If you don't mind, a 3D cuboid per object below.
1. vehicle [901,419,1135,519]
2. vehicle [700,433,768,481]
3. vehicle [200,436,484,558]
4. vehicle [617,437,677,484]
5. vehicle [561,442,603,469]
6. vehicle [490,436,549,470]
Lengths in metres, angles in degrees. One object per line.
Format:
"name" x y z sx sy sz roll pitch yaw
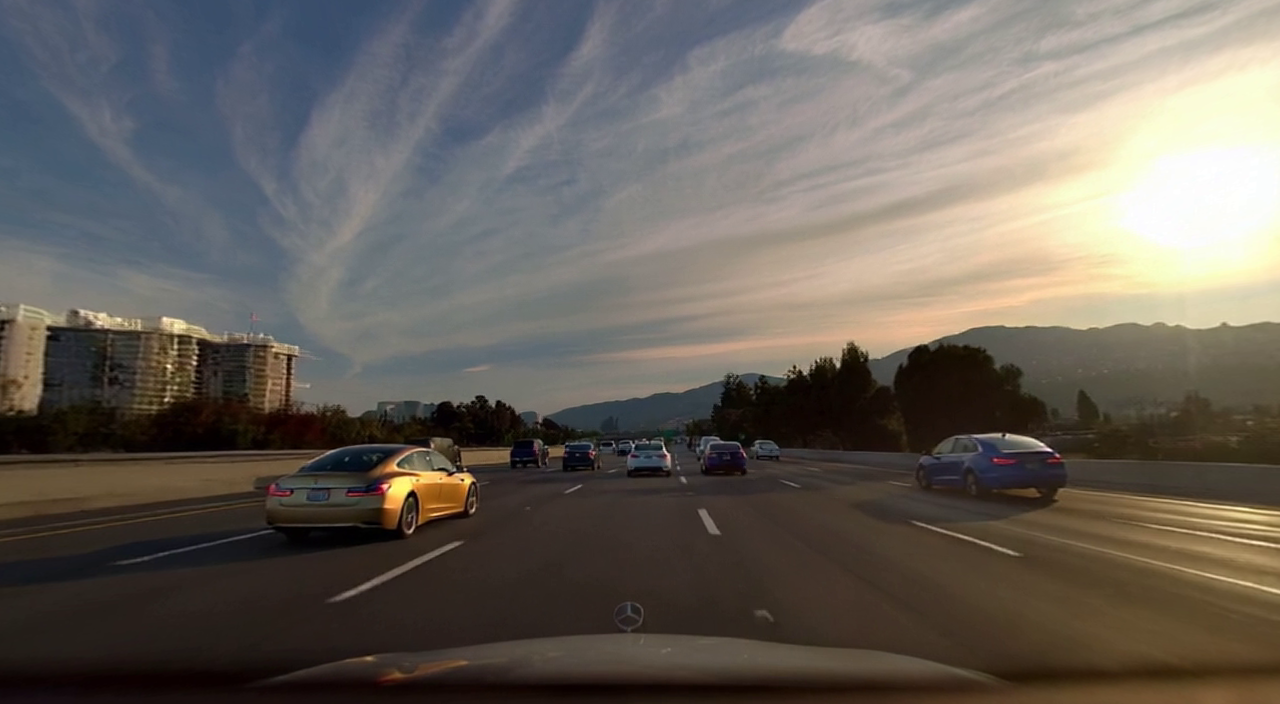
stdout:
"vehicle" 7.687 2.421 13.627 1.960 1.726 5.016 0 -8 1
"vehicle" 3.607 4.122 24.964 2.114 1.715 4.136 -1 -8 1
"vehicle" -4.275 2.138 10.150 2.116 1.473 4.644 -1 -8 3
"vehicle" 0.320 4.098 24.199 2.102 1.624 4.257 -1 -8 2
"vehicle" -3.310 6.043 36.977 1.886 1.455 4.148 -1 -8 3
"vehicle" -6.961 5.885 37.044 2.187 1.851 5.085 -1 -8 3
